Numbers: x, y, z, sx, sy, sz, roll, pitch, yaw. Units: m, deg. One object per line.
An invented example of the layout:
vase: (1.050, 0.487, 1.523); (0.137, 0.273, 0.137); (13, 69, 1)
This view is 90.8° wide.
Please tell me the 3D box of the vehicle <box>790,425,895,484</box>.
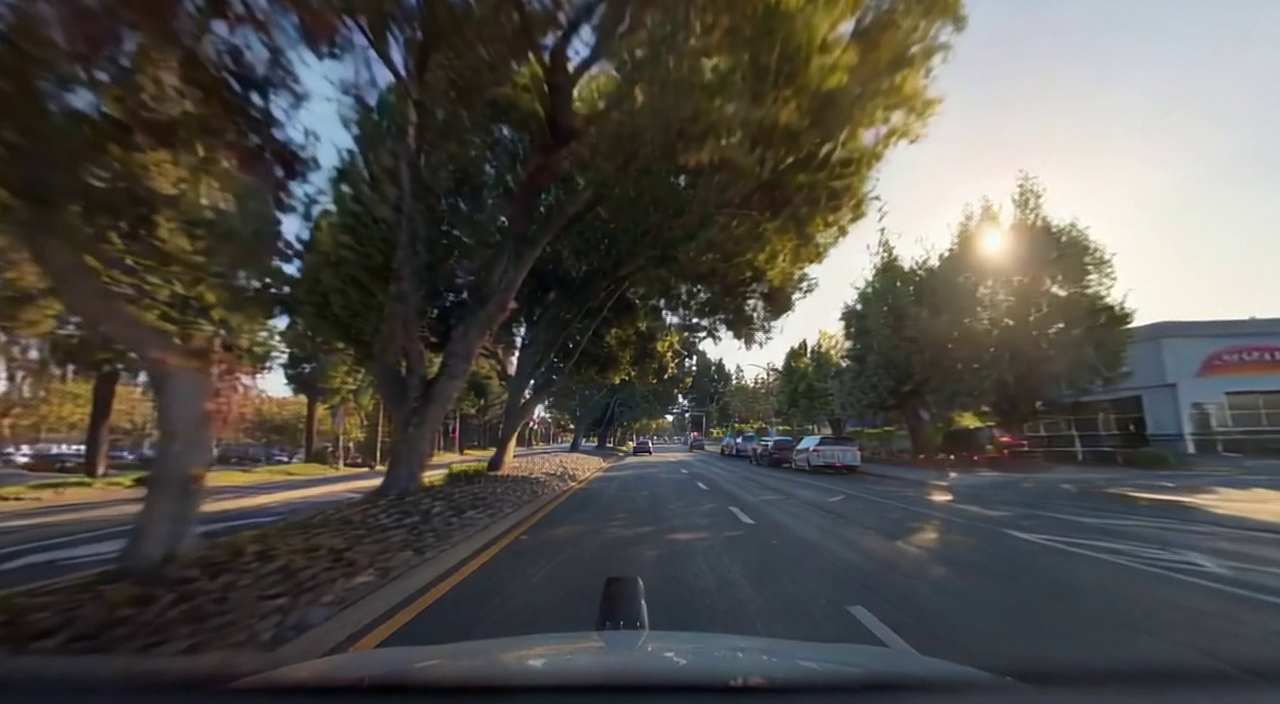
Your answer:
vehicle: (6.713, 3.460, 21.537); (1.985, 1.758, 4.523); (0, -8, -1)

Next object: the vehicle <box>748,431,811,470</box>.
vehicle: (6.699, 4.789, 30.847); (1.924, 1.721, 4.514); (0, -8, -1)
